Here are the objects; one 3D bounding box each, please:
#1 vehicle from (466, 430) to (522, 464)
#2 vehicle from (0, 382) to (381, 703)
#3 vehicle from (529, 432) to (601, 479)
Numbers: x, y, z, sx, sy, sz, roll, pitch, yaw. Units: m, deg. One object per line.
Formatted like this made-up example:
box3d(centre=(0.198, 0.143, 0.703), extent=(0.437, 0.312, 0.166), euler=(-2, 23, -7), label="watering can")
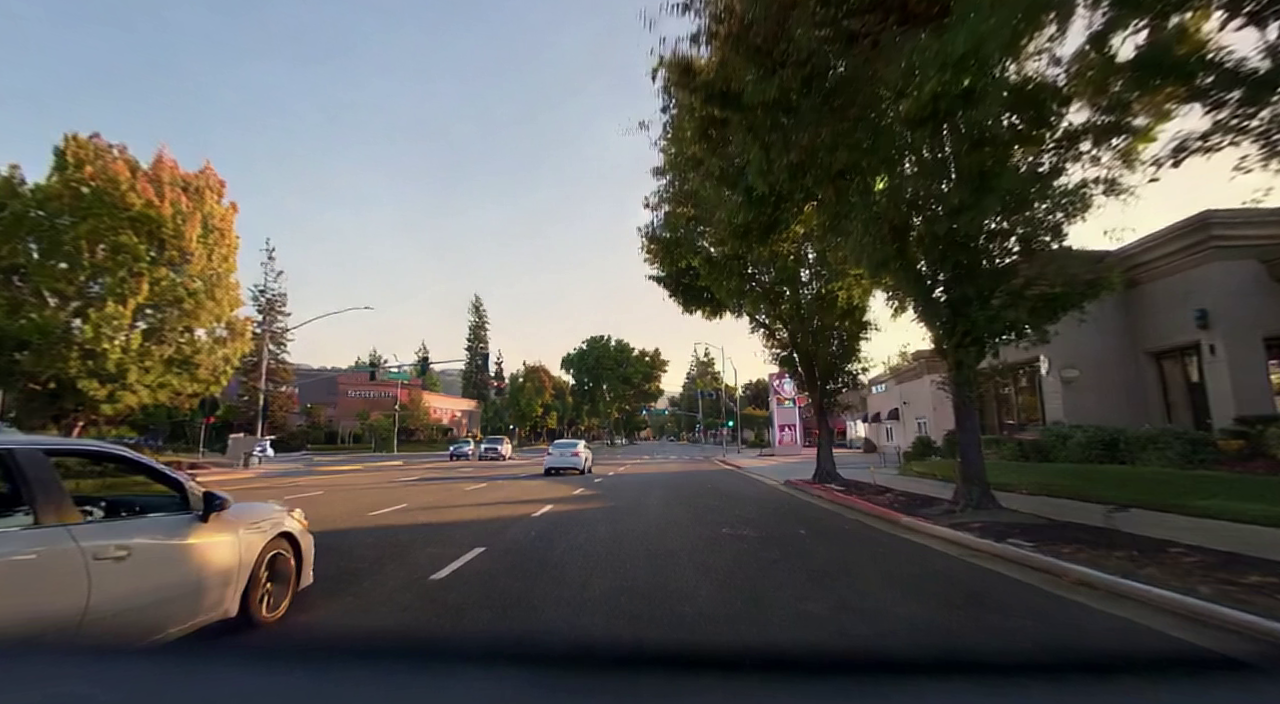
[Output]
box3d(centre=(-8.785, 5.776, 38.370), extent=(2.030, 1.906, 4.661), euler=(-1, -8, 3), label="vehicle")
box3d(centre=(-3.206, 0.984, 3.058), extent=(2.018, 1.477, 4.401), euler=(0, -8, 0), label="vehicle")
box3d(centre=(-2.877, 4.108, 25.293), extent=(2.109, 1.692, 4.220), euler=(-1, -8, 4), label="vehicle")
